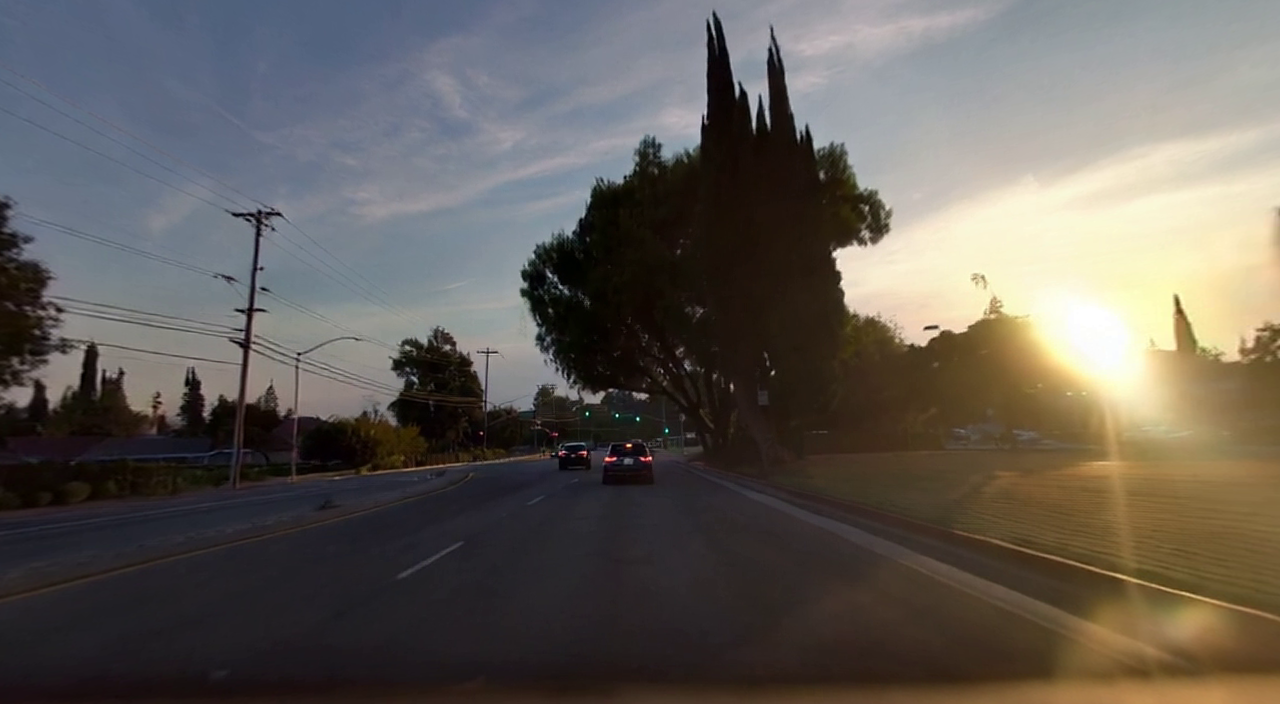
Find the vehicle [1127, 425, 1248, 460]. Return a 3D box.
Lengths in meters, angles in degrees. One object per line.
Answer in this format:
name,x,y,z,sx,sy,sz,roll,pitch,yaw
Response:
vehicle,35.535,5.952,41.175,2.609,2.110,5.813,0,-9,-1

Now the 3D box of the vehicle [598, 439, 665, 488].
vehicle,-0.295,4.067,23.307,2.235,1.597,4.918,0,-9,0

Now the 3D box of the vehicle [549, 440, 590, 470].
vehicle,-4.444,6.583,40.457,2.189,1.776,4.342,0,-9,0
